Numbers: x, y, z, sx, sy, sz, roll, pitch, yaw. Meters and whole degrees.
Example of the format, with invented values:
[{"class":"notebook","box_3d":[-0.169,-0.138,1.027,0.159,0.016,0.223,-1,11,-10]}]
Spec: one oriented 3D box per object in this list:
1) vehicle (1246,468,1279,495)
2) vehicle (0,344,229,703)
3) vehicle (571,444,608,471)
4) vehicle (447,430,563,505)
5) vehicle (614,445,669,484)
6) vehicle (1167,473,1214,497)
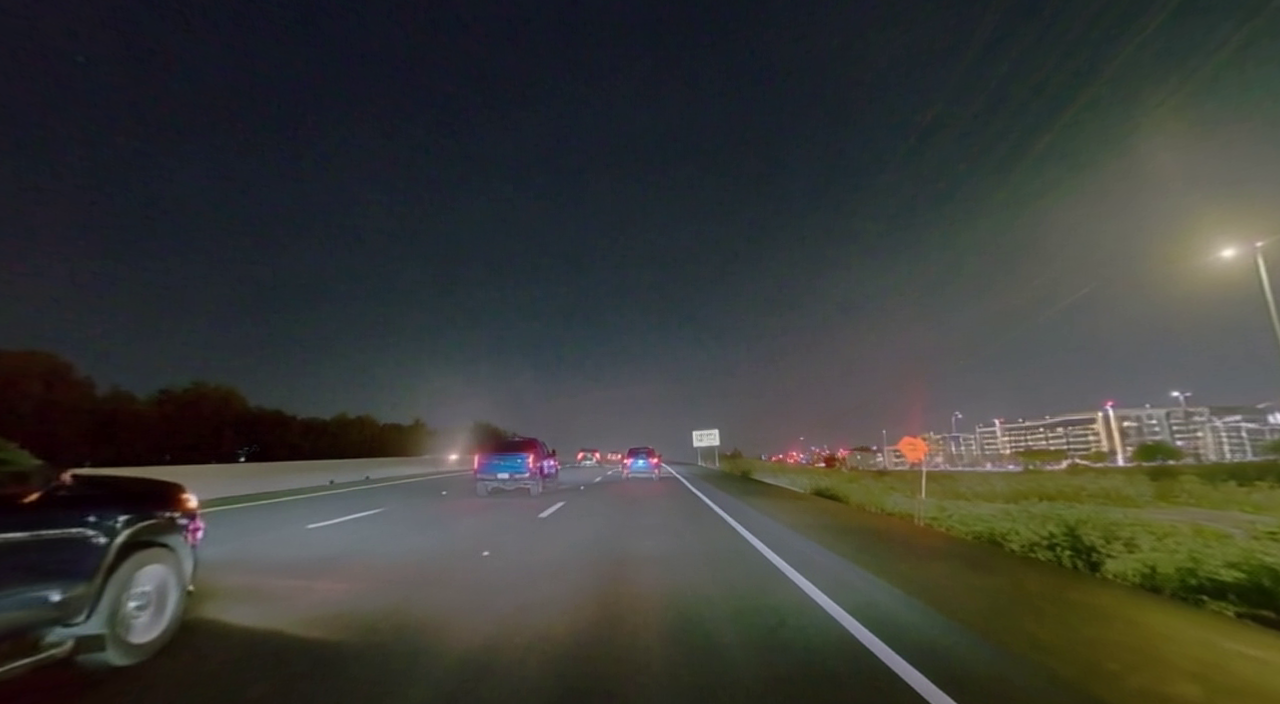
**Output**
[{"class":"vehicle","box_3d":[47.660,9.669,47.162,4.590,1.756,2.059,5,-10,-30]},{"class":"vehicle","box_3d":[-4.203,0.742,1.977,2.198,1.848,5.346,0,-8,0]},{"class":"vehicle","box_3d":[-3.387,7.130,42.957,1.993,1.717,4.321,-1,-9,2]},{"class":"vehicle","box_3d":[-3.575,3.162,17.698,2.133,1.789,4.518,-1,-8,2]},{"class":"vehicle","box_3d":[0.039,4.541,25.784,2.047,1.473,3.978,0,-8,0]},{"class":"vehicle","box_3d":[39.784,9.572,45.552,4.203,1.418,1.942,8,-12,-42]}]
